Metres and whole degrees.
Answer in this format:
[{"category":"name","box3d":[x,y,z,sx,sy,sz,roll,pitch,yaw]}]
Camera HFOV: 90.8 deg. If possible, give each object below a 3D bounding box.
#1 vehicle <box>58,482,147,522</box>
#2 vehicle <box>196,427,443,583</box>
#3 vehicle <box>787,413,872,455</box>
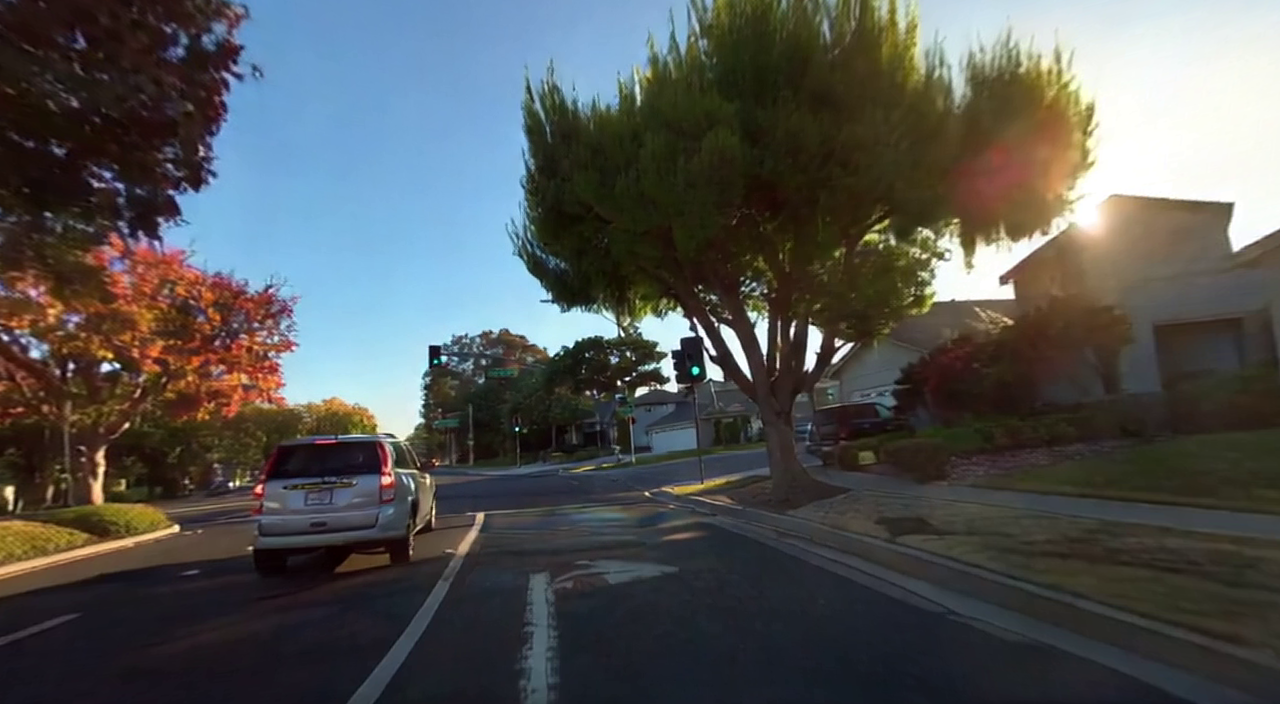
[{"category":"vehicle","box3d":[-27.662,7.689,32.695,1.943,1.677,4.176,3,-9,-18]},{"category":"vehicle","box3d":[-4.256,2.032,9.303,1.990,1.707,4.225,1,-9,-9]},{"category":"vehicle","box3d":[7.402,3.310,25.174,1.911,1.516,4.251,0,-9,-2]}]
